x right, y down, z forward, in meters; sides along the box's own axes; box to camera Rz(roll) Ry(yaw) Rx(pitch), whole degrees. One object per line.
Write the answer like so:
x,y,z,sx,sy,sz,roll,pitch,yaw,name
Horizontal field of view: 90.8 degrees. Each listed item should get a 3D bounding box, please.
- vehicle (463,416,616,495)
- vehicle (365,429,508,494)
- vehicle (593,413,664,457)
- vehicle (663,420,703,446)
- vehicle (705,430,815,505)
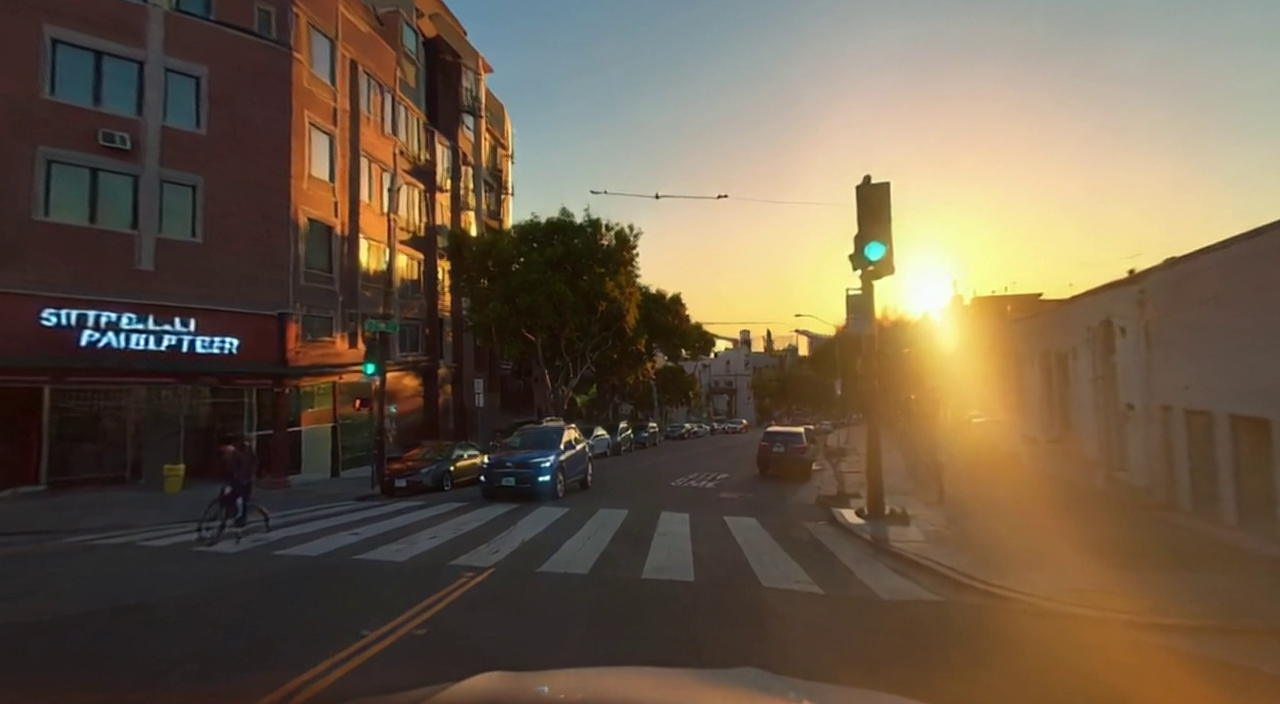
-2.384,2.639,16.529,2.181,1.723,4.692,-2,-8,15,vehicle
-6.057,3.272,19.376,1.933,1.461,4.393,-7,-6,17,vehicle
-0.540,4.651,36.087,2.260,2.136,5.669,-6,-6,16,vehicle
3.387,6.218,48.977,1.948,1.693,4.325,-6,-6,18,vehicle
2.980,2.615,14.883,1.892,1.481,4.365,-3,-8,19,vehicle
